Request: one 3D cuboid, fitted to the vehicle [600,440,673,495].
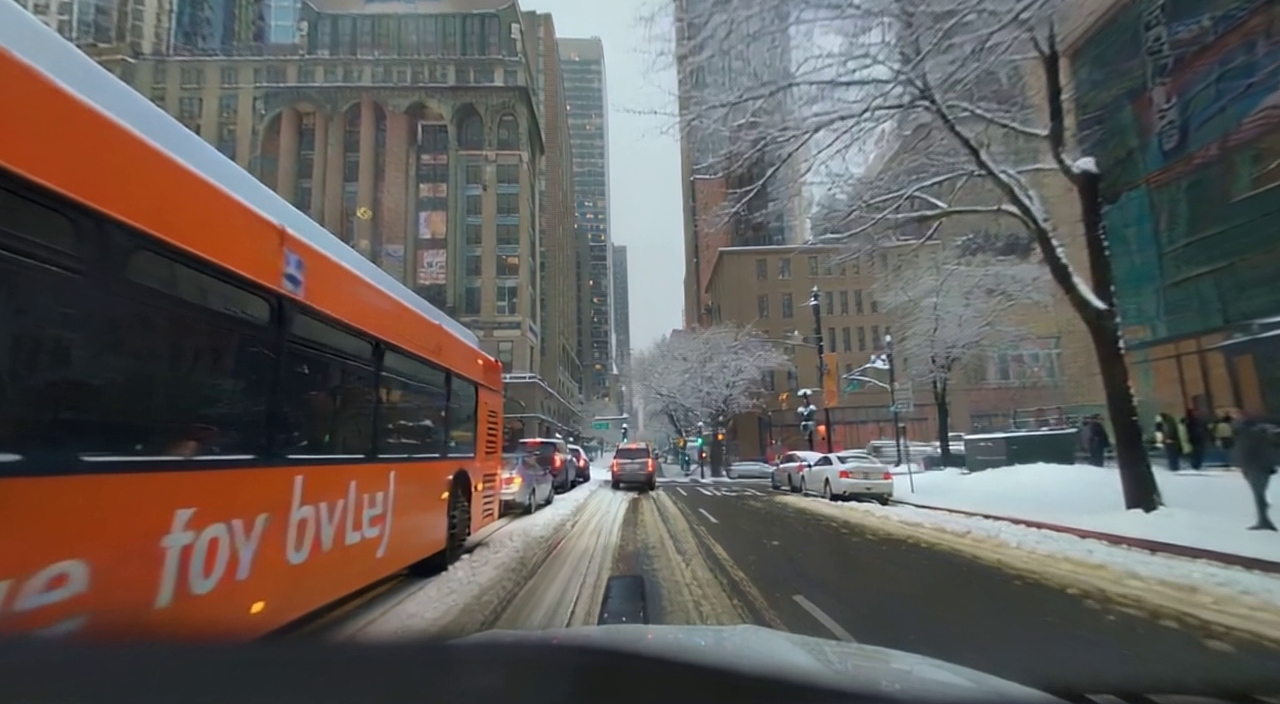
[{"bbox_3d":[-0.064,4.091,22.768,2.328,1.746,5.072,0,-9,1],"label":"vehicle"}]

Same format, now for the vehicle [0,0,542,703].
[{"bbox_3d":[-3.034,0.236,3.083,2.922,3.323,13.151,0,-9,0],"label":"vehicle"}]

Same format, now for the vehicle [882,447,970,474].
[{"bbox_3d":[17.590,6.657,38.895,4.598,1.519,1.994,1,-9,-14],"label":"vehicle"}]

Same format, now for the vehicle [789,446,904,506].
[{"bbox_3d":[5.970,3.610,18.900,1.919,1.529,4.558,0,-9,0],"label":"vehicle"}]
